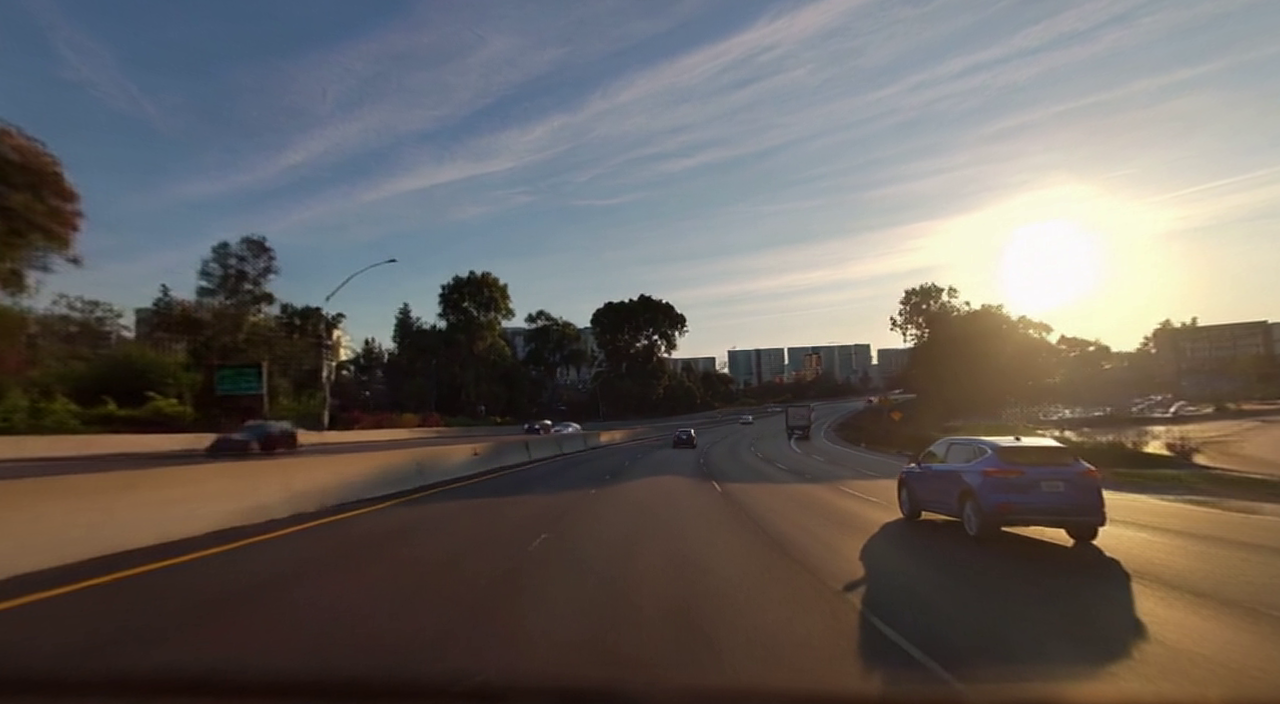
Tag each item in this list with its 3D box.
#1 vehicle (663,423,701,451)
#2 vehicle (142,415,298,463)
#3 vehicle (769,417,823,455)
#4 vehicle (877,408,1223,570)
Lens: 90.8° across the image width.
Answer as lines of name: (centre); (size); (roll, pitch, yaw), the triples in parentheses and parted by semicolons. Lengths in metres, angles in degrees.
vehicle: (2.879, 5.790, 42.661); (2.181, 1.768, 4.383); (-1, -9, 9)
vehicle: (-14.640, 3.105, 22.458); (1.967, 1.496, 4.871); (0, -8, 4)
vehicle: (9.725, 5.372, 40.028); (2.526, 2.230, 6.190); (-1, -8, 7)
vehicle: (5.080, 1.739, 8.799); (2.097, 1.659, 4.320); (0, -8, 4)
